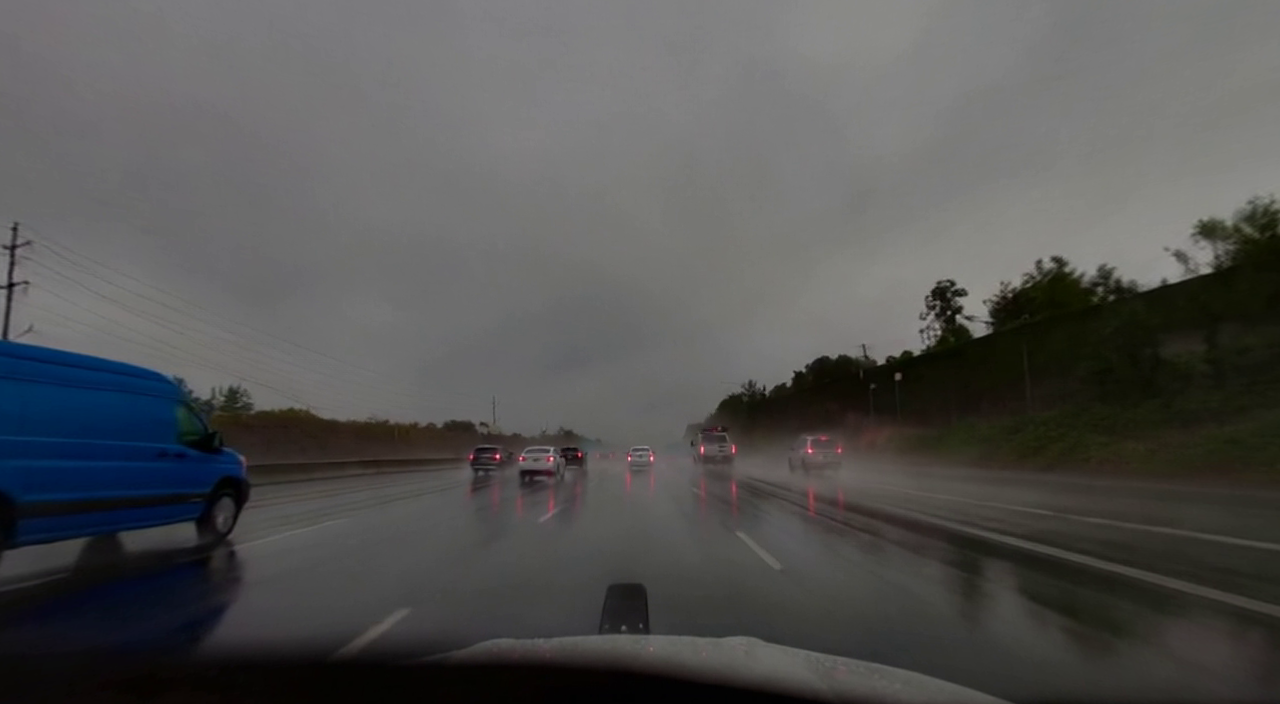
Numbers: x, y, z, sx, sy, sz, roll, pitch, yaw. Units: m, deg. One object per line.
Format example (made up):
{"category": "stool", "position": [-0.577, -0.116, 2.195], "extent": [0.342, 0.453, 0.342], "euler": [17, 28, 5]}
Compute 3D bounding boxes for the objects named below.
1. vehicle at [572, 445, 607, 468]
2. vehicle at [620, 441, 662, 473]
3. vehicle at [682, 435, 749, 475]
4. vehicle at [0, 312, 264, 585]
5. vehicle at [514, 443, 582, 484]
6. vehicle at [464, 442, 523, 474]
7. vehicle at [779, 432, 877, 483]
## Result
{"category": "vehicle", "position": [-3.462, 7.292, 44.126], "extent": [1.987, 1.466, 4.341], "euler": [0, -9, 1]}
{"category": "vehicle", "position": [0.072, 5.706, 34.426], "extent": [2.115, 1.617, 4.102], "euler": [0, -9, 1]}
{"category": "vehicle", "position": [3.820, 5.389, 33.170], "extent": [2.777, 1.895, 5.710], "euler": [0, -9, 0]}
{"category": "vehicle", "position": [-7.601, 1.136, 7.381], "extent": [2.336, 2.708, 6.421], "euler": [0, -9, 0]}
{"category": "vehicle", "position": [-3.501, 4.333, 24.768], "extent": [1.970, 1.483, 4.071], "euler": [0, -9, 1]}
{"category": "vehicle", "position": [-7.654, 5.574, 33.368], "extent": [1.961, 1.562, 4.301], "euler": [0, -9, 1]}
{"category": "vehicle", "position": [7.524, 4.299, 26.025], "extent": [2.304, 1.840, 5.706], "euler": [0, -9, 0]}
